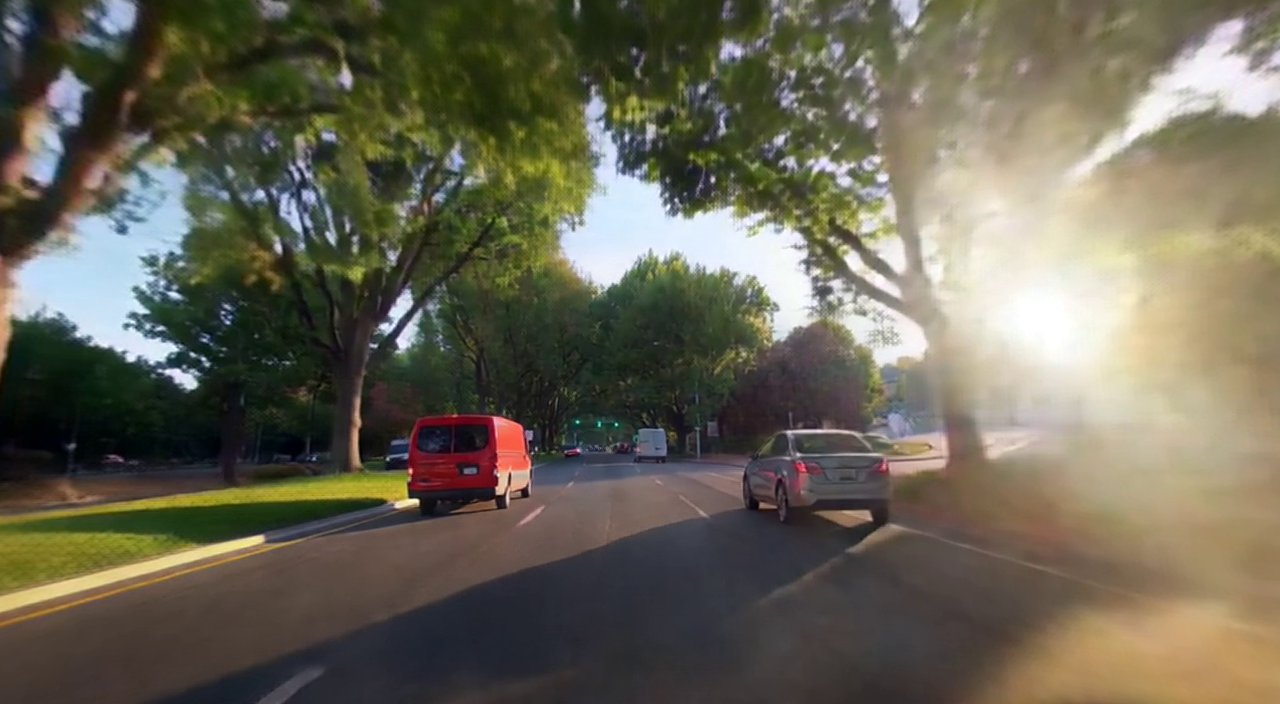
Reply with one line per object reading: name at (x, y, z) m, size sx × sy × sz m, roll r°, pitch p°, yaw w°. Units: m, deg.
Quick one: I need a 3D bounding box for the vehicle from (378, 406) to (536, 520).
vehicle at (-3.976, 2.524, 14.787) m, size 2.420 × 2.227 × 4.499 m, roll 0°, pitch -9°, yaw -1°

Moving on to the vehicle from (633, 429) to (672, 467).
vehicle at (0.841, 7.090, 46.610) m, size 2.397 × 2.566 × 5.324 m, roll 1°, pitch -9°, yaw -5°

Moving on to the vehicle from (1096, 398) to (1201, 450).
vehicle at (38.642, 5.602, 47.815) m, size 10.876 × 3.559 × 3.014 m, roll 6°, pitch -11°, yaw -35°

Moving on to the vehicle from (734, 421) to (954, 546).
vehicle at (3.091, 2.113, 10.839) m, size 2.087 × 1.658 × 4.612 m, roll 0°, pitch -9°, yaw -2°
